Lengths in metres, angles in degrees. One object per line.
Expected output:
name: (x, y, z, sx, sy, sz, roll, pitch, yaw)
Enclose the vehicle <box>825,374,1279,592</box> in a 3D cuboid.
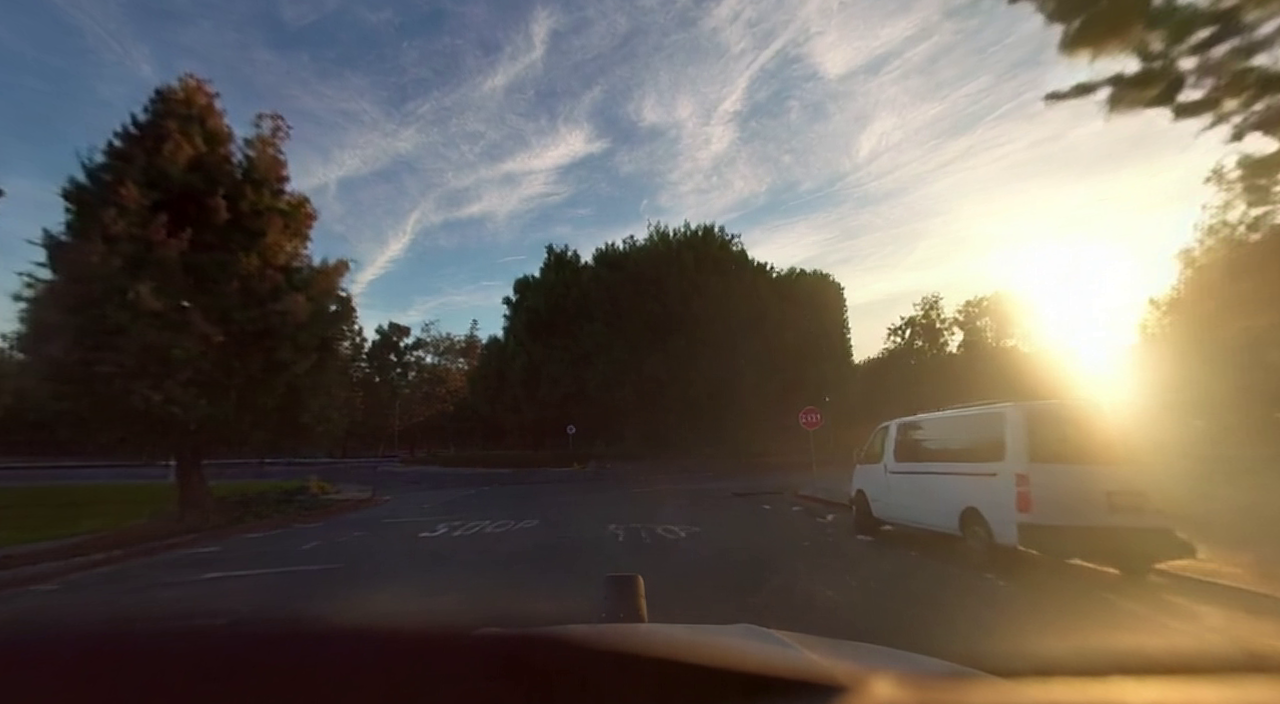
vehicle: (5.235, 1.798, 9.680, 2.659, 2.245, 5.991, 0, -8, -3)
